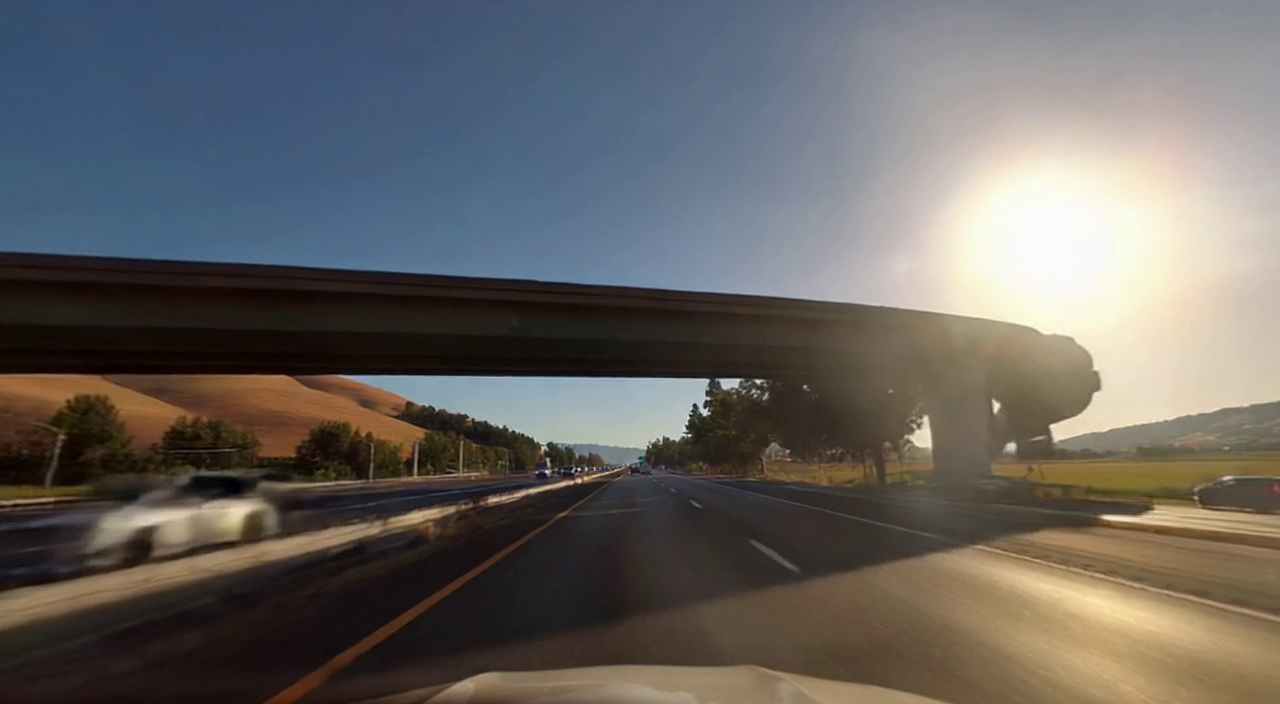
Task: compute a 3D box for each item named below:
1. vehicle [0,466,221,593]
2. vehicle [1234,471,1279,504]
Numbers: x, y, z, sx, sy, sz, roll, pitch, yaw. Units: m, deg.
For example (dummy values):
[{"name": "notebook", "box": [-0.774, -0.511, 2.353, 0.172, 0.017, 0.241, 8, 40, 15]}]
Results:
[{"name": "vehicle", "box": [-8.417, 2.387, 9.089, 1.789, 1.453, 4.296, 1, -10, -1]}, {"name": "vehicle", "box": [32.691, 6.964, 32.525, 1.951, 1.616, 4.175, -5, -12, 30]}]
